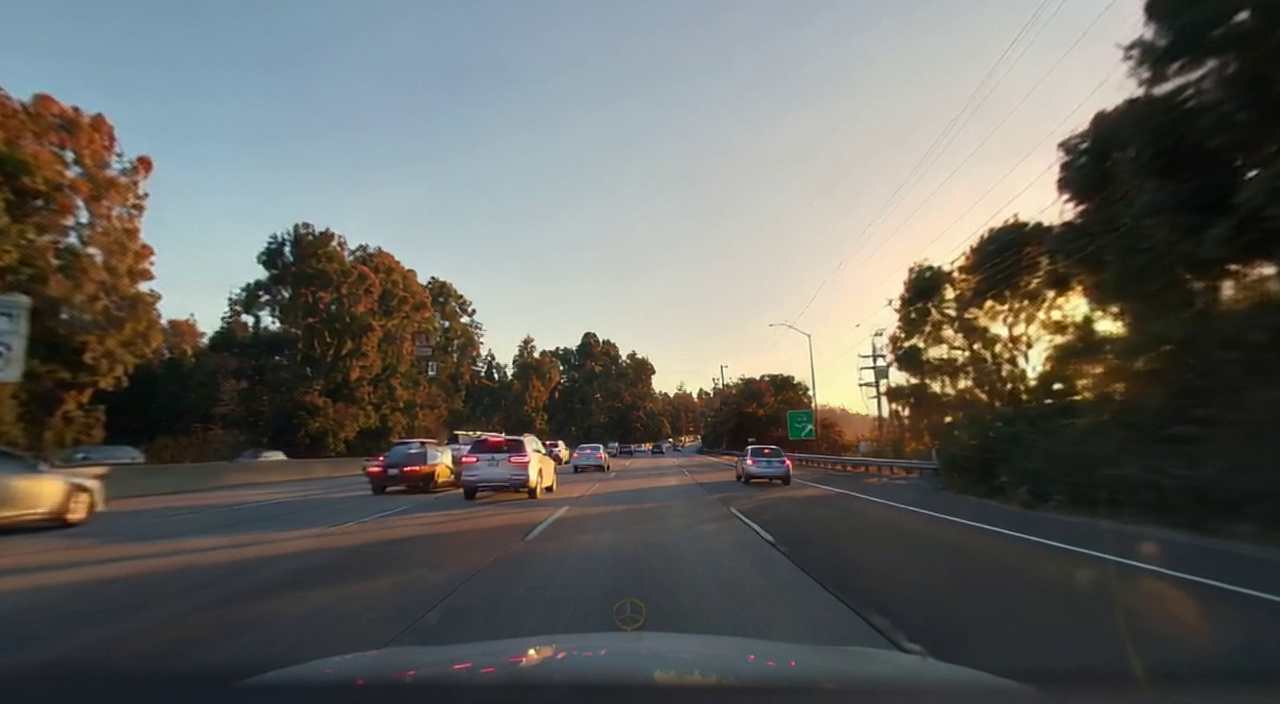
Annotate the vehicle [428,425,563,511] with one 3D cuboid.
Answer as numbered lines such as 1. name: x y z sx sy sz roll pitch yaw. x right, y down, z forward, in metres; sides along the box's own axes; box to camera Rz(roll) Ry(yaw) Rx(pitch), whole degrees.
1. vehicle: -3.267 2.739 15.372 2.133 1.775 4.530 0 -8 1

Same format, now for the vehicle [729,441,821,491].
1. vehicle: 4.325 3.732 21.081 2.022 1.472 4.678 0 -8 0

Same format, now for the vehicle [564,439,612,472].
1. vehicle: -2.761 5.671 34.686 2.133 1.668 4.505 0 -8 2

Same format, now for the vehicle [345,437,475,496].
1. vehicle: -6.681 3.374 19.043 2.049 1.544 4.866 0 -8 1

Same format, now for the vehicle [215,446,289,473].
1. vehicle: -24.007 6.648 39.203 1.989 1.525 3.942 0 -8 2
